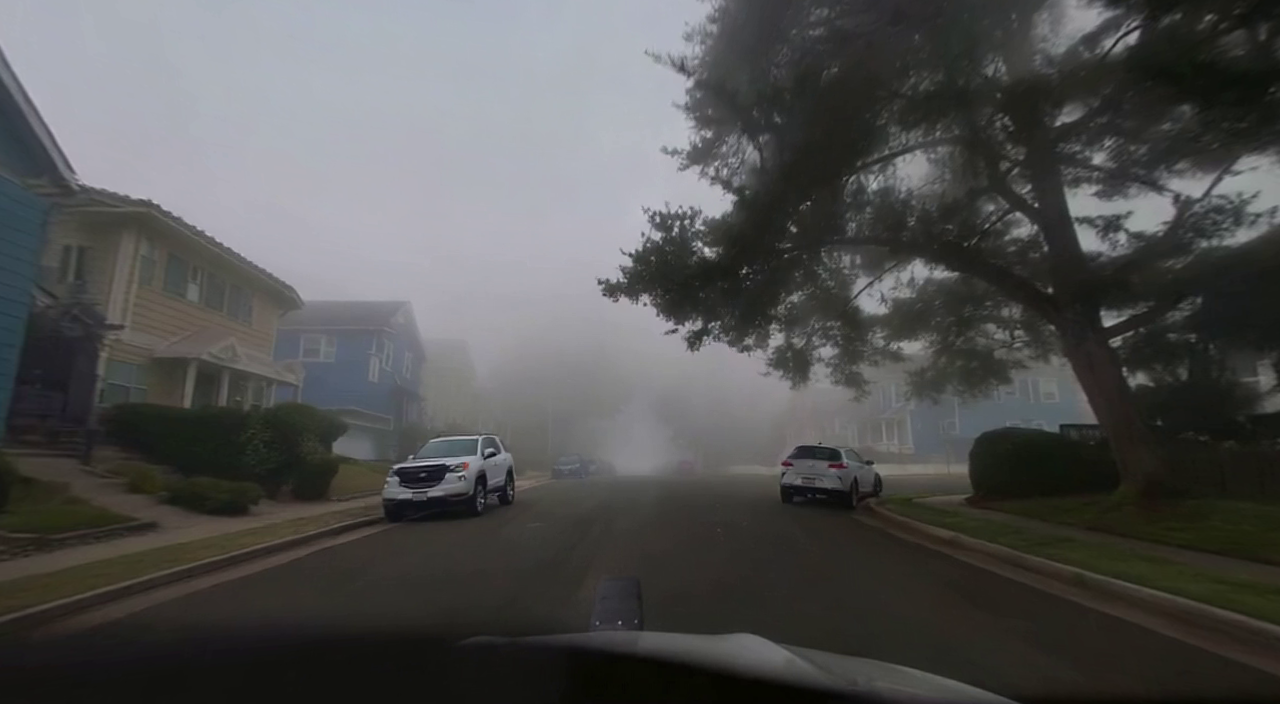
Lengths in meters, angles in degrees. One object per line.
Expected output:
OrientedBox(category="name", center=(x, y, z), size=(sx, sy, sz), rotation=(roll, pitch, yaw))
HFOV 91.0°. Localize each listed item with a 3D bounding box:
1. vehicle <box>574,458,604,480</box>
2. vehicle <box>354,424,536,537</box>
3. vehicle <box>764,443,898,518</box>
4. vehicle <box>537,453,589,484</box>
OrientedBox(category="vehicle", center=(-3.835, 8.879, 48.074), size=(2.020, 1.470, 5.300), rotation=(0, -9, -3))
OrientedBox(category="vehicle", center=(-3.983, 2.629, 14.201), size=(2.131, 1.851, 5.650), rotation=(0, -5, 2))
OrientedBox(category="vehicle", center=(4.875, 3.035, 15.574), size=(2.139, 1.533, 4.676), rotation=(-5, -10, 29))
OrientedBox(category="vehicle", center=(-4.003, 6.141, 33.390), size=(2.080, 1.471, 4.638), rotation=(1, -10, 1))
